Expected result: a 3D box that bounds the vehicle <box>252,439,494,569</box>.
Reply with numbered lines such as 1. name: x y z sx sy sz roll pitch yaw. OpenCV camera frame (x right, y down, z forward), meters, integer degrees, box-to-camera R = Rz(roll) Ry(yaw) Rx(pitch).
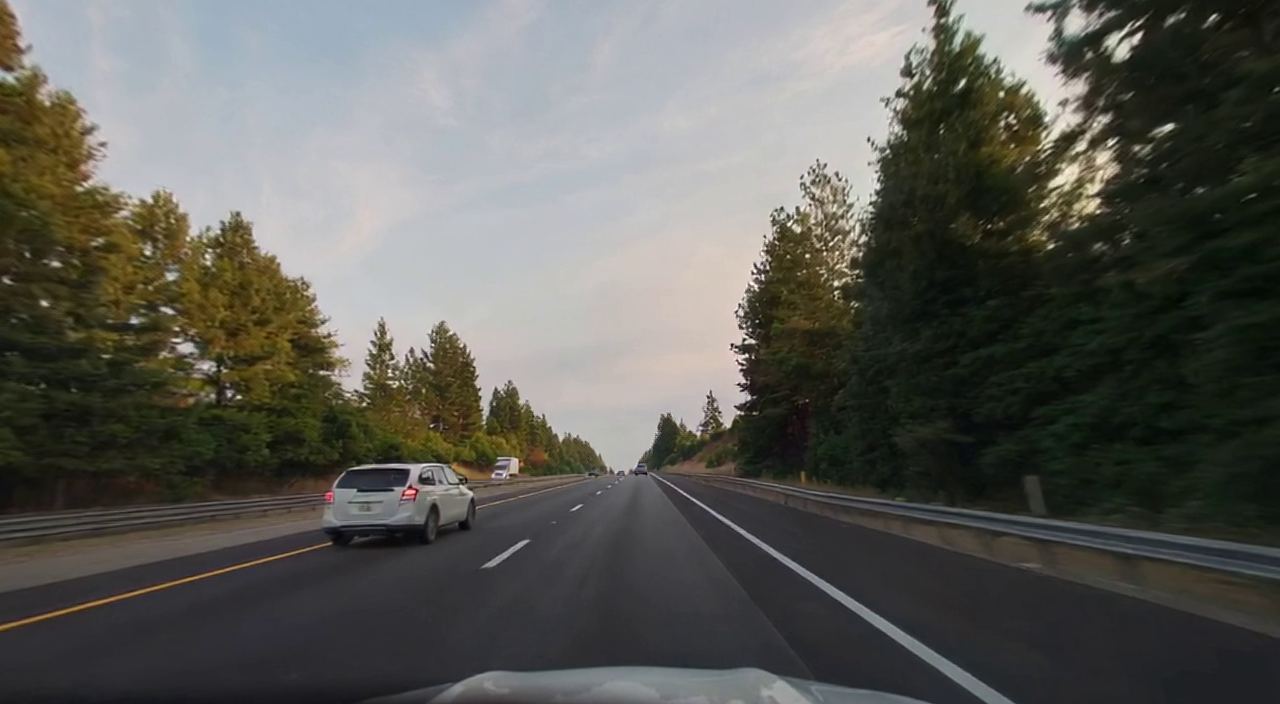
1. vehicle: -3.799 2.265 9.934 1.900 1.550 4.146 1 -10 1
